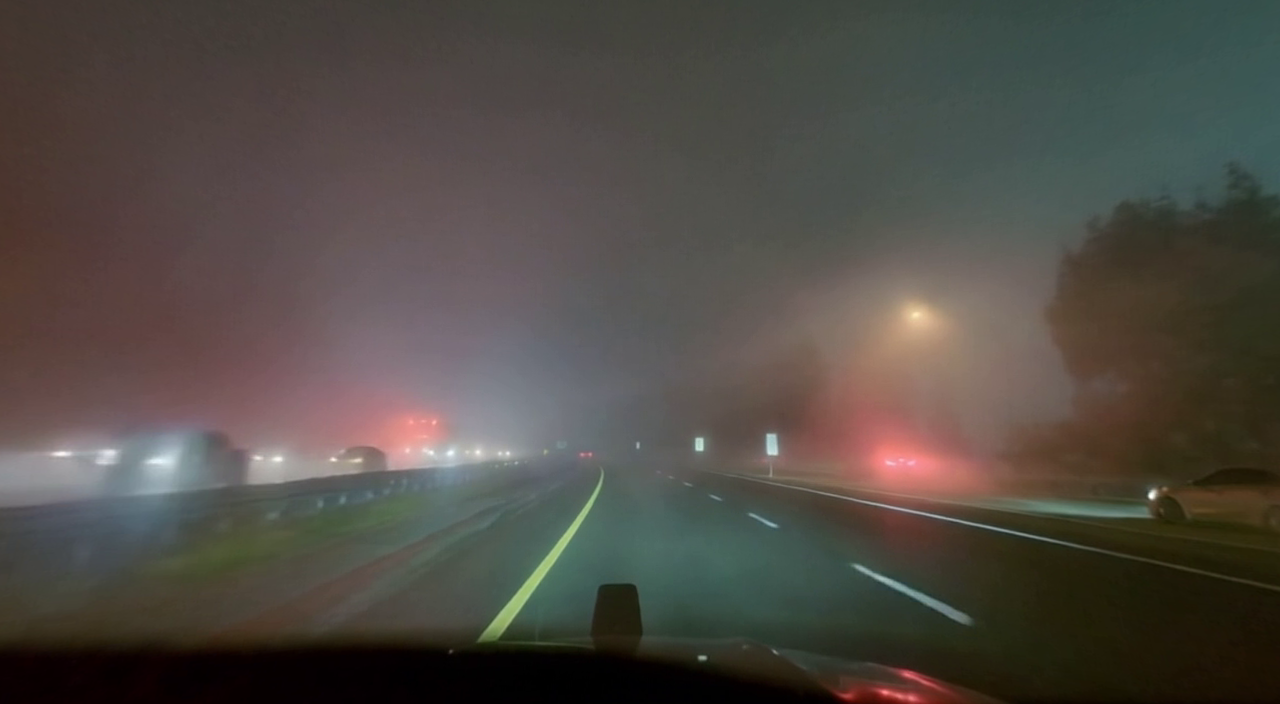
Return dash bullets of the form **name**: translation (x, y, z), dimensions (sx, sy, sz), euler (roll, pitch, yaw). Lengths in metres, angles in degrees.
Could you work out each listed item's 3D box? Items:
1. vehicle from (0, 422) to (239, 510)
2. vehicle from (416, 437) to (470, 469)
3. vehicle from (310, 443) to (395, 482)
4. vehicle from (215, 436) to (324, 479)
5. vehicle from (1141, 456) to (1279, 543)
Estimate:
- **vehicle**: translation (-10.950, 2.407, 13.561), dimensions (1.924, 1.579, 4.165), euler (0, -9, -3)
- **vehicle**: translation (-13.173, 6.831, 42.329), dimensions (2.195, 1.976, 5.455), euler (0, -9, -4)
- **vehicle**: translation (-11.601, 4.488, 25.614), dimensions (1.817, 1.455, 3.867), euler (0, -9, -3)
- **vehicle**: translation (-16.549, 4.746, 28.378), dimensions (2.172, 1.731, 4.901), euler (0, -9, -4)
- **vehicle**: translation (12.618, 2.817, 12.125), dimensions (1.941, 1.536, 4.585), euler (0, -9, -1)
